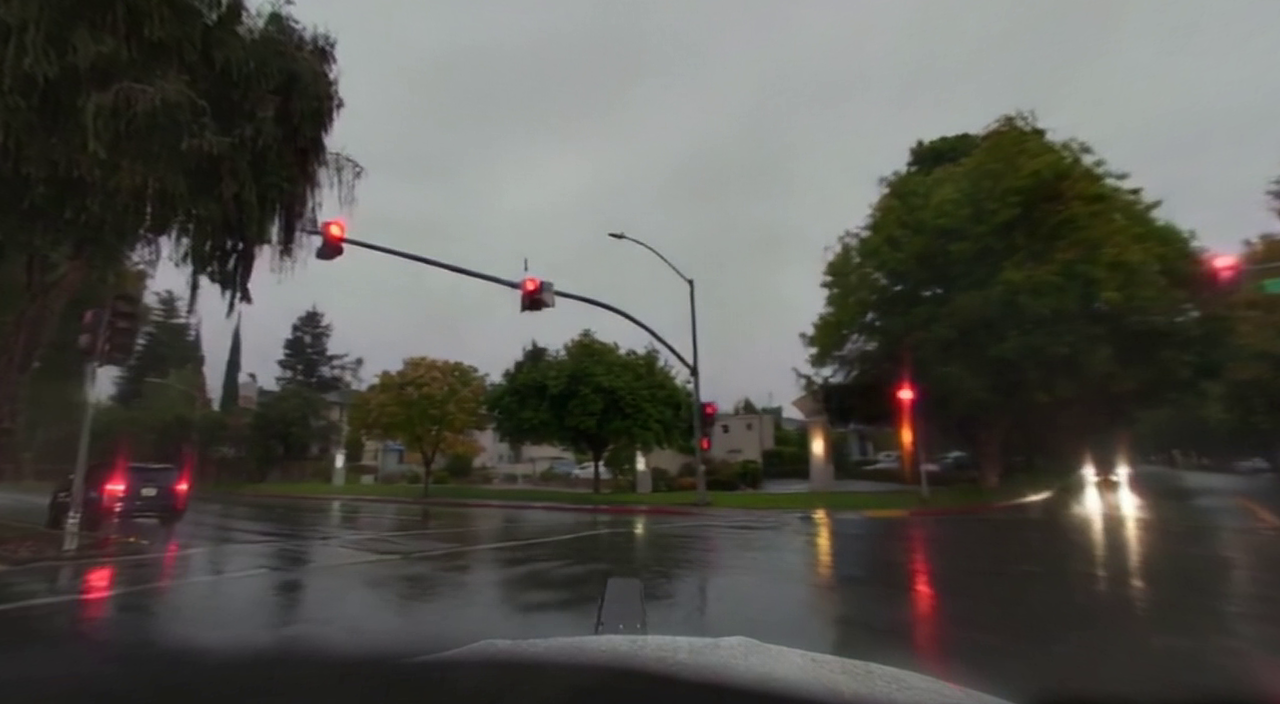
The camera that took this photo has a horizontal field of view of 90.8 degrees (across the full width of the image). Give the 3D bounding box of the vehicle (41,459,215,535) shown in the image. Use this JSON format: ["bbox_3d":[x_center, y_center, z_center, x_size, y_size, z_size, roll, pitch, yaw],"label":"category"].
[{"bbox_3d":[-13.204,3.605,16.254,4.247,1.591,2.093,-5,-10,32],"label":"vehicle"}]
